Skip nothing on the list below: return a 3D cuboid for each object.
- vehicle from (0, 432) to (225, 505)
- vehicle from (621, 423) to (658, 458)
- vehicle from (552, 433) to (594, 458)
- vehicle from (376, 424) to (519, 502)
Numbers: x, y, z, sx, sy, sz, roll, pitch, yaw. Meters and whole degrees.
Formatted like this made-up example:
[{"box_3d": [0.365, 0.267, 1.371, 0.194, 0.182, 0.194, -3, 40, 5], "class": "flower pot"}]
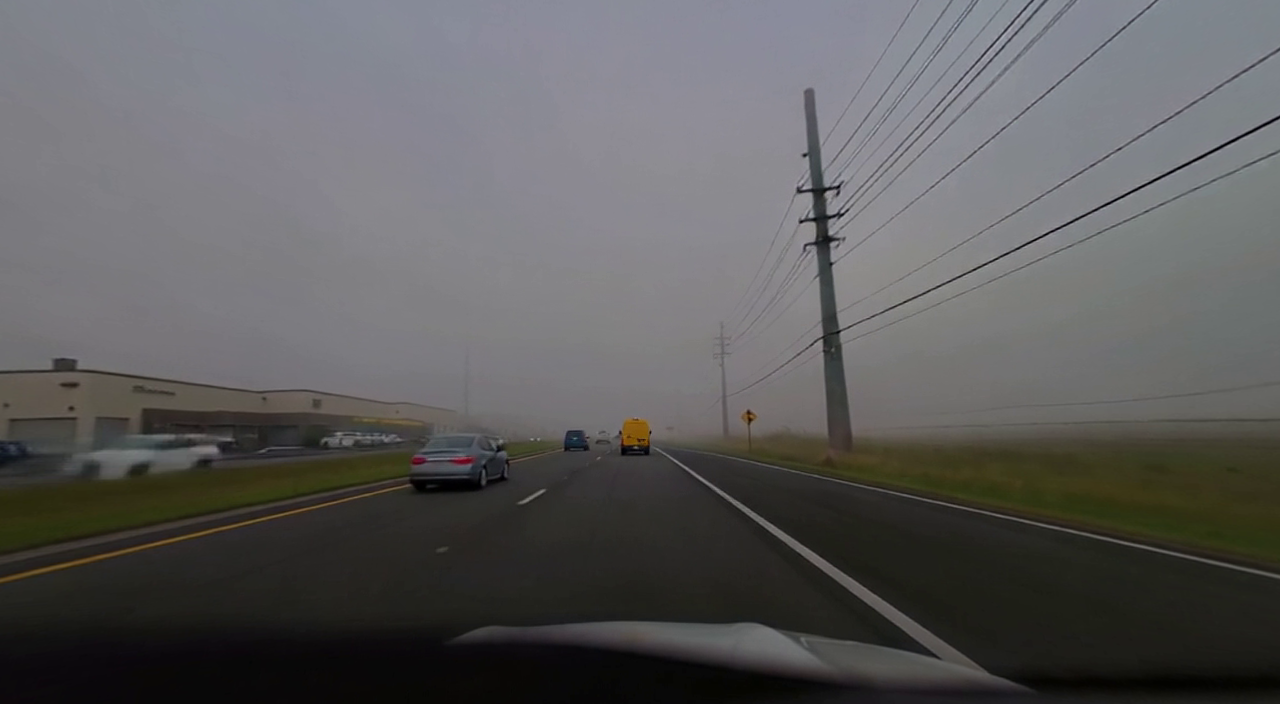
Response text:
[{"box_3d": [-13.058, 2.853, 15.998, 1.915, 1.557, 4.512, 0, -8, 0], "class": "vehicle"}, {"box_3d": [-0.078, 5.543, 39.522, 2.213, 1.997, 4.456, 0, -8, -1], "class": "vehicle"}, {"box_3d": [-4.079, 5.777, 39.029, 2.087, 1.464, 4.853, 0, -8, 0], "class": "vehicle"}, {"box_3d": [-4.299, 2.528, 14.818, 2.058, 1.557, 4.125, 0, -8, 0], "class": "vehicle"}]
